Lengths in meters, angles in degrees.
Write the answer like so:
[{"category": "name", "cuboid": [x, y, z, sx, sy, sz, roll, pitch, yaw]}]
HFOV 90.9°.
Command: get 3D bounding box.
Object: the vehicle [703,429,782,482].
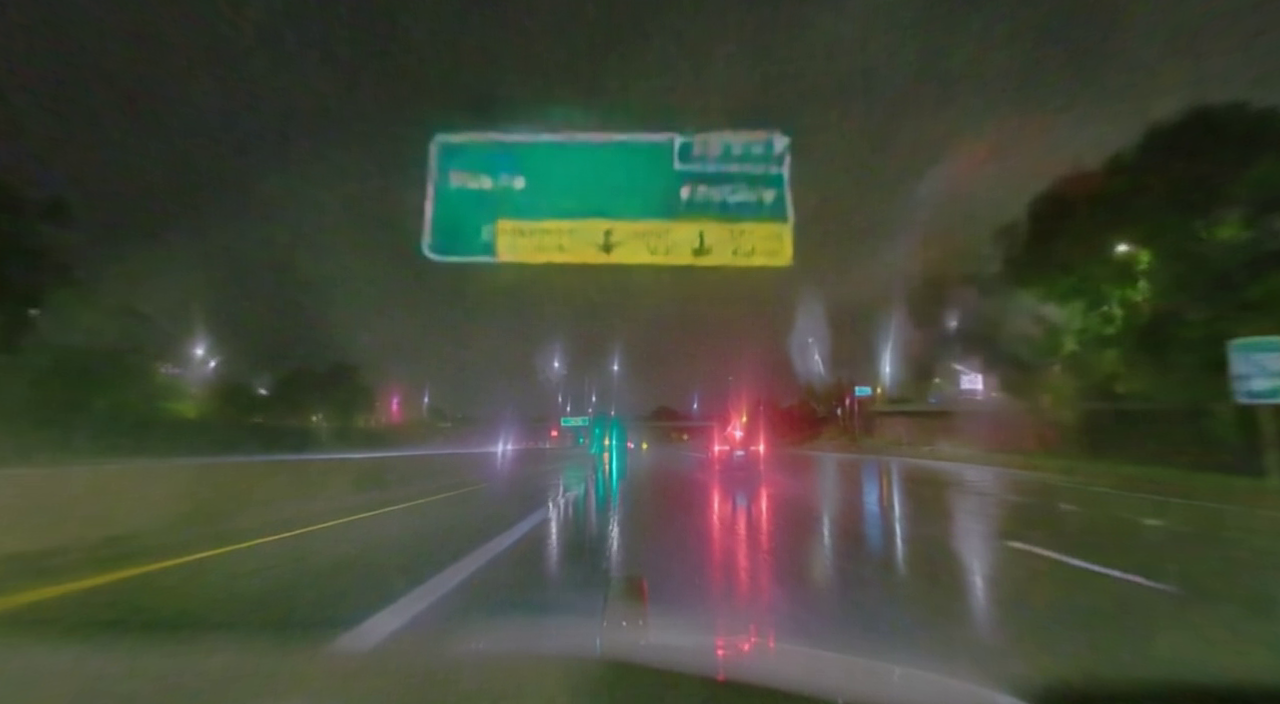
[{"category": "vehicle", "cuboid": [3.557, 3.722, 22.894, 2.039, 1.701, 4.834, 0, -9, 0]}]
